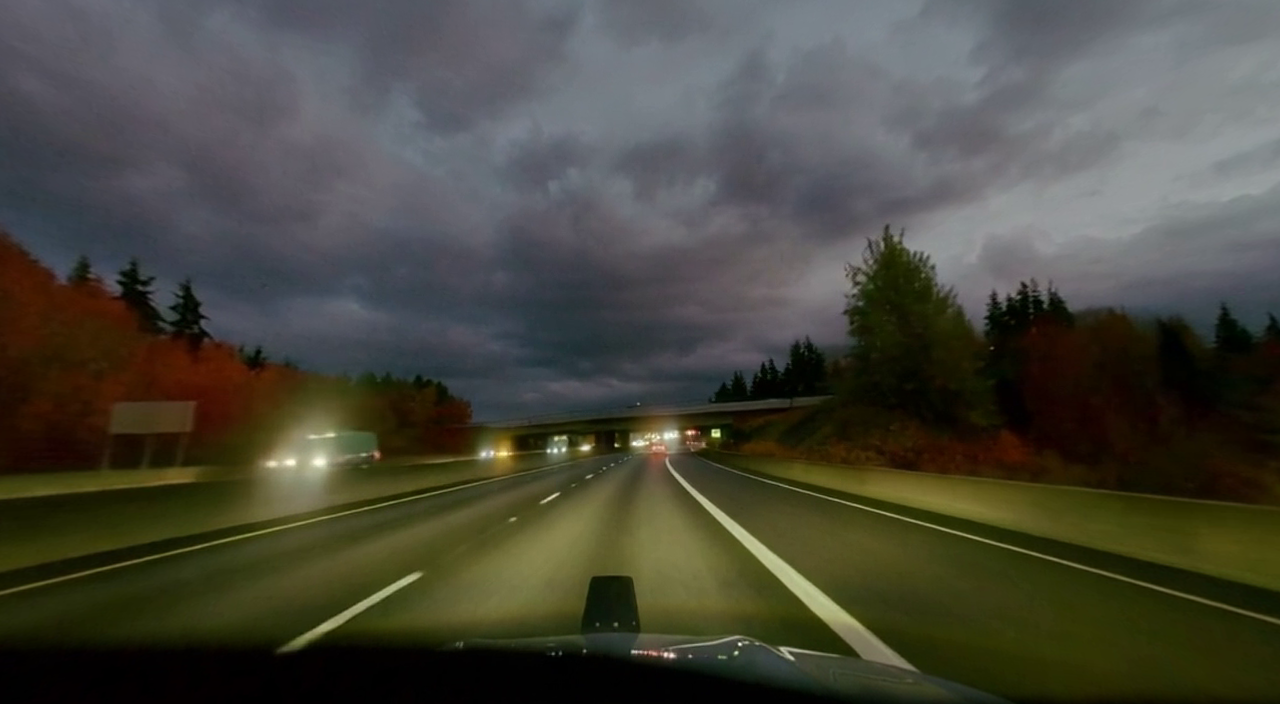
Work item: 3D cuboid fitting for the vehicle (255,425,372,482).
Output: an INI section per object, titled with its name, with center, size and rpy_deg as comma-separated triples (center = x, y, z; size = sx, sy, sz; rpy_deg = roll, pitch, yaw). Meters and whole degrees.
[vehicle]
center = -16.866, 5.312, 33.050
size = 2.337, 2.633, 6.958
rpy_deg = 0, -9, 1
